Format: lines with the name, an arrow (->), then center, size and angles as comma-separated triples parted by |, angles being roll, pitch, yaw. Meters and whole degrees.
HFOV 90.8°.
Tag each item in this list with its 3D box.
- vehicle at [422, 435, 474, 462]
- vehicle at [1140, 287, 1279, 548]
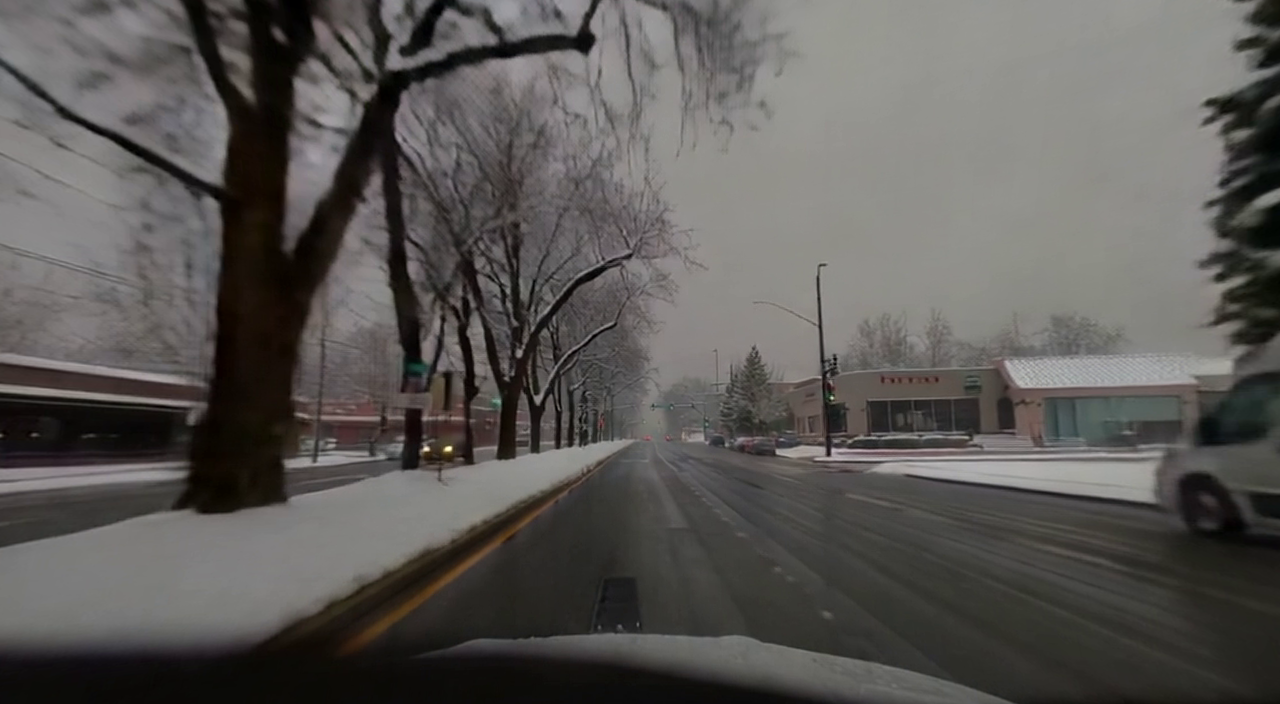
vehicle -> -12.753, 6.449, 42.232 | 2.027, 1.647, 4.385 | 0, -8, 1
vehicle -> 9.712, 0.550, 6.187 | 2.684, 3.381, 8.336 | 0, -9, 0
